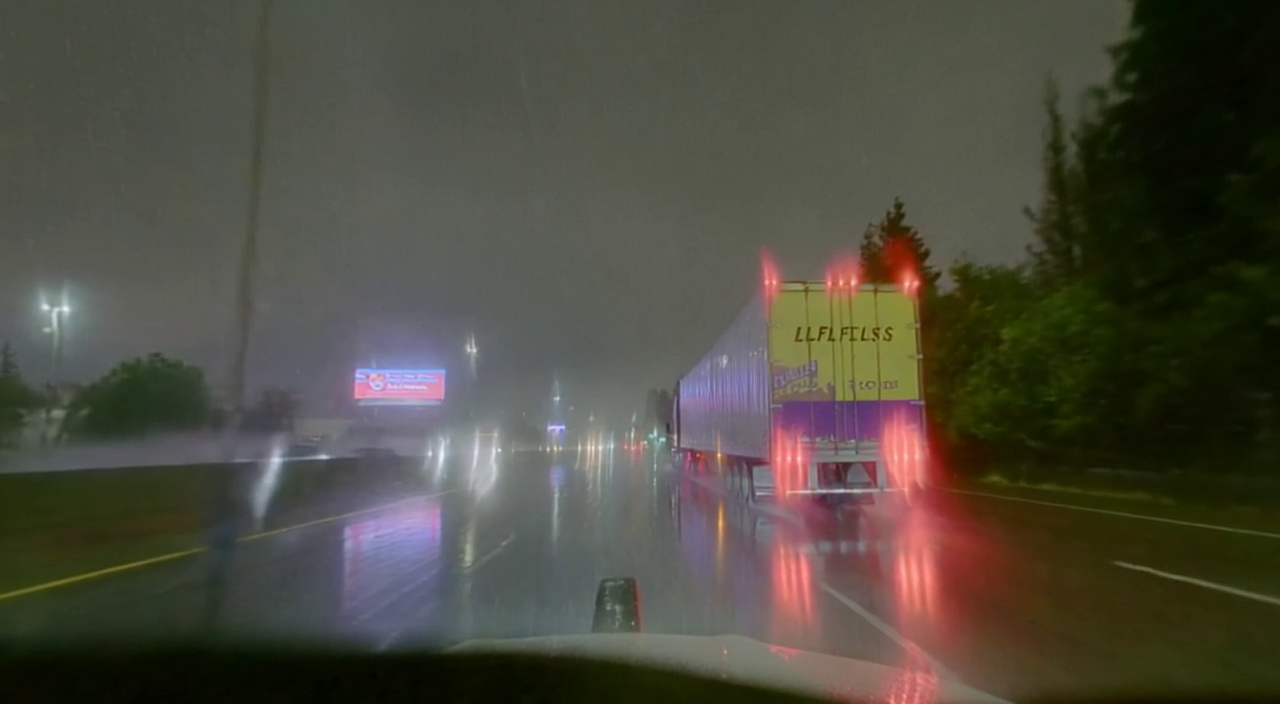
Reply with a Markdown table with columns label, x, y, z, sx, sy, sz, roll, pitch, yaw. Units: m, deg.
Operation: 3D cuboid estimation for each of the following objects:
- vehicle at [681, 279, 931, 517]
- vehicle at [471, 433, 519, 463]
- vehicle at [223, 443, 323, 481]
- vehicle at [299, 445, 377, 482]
| label | x | y | z | sx | sy | sz | roll | pitch | yaw |
| --- | --- | --- | --- | --- | --- | --- | --- | --- | --- |
| vehicle | 3.576 | 2.073 | 20.154 | 2.891 | 4.387 | 17.121 | 0 | -9 | -2 |
| vehicle | -11.314 | 7.529 | 49.651 | 2.416 | 2.253 | 5.336 | 0 | -9 | 1 |
| vehicle | -14.670 | 4.393 | 25.486 | 1.864 | 1.435 | 3.584 | 0 | -9 | -1 |
| vehicle | -11.564 | 4.260 | 24.389 | 1.438 | 1.326 | 3.184 | 0 | -9 | 0 |
